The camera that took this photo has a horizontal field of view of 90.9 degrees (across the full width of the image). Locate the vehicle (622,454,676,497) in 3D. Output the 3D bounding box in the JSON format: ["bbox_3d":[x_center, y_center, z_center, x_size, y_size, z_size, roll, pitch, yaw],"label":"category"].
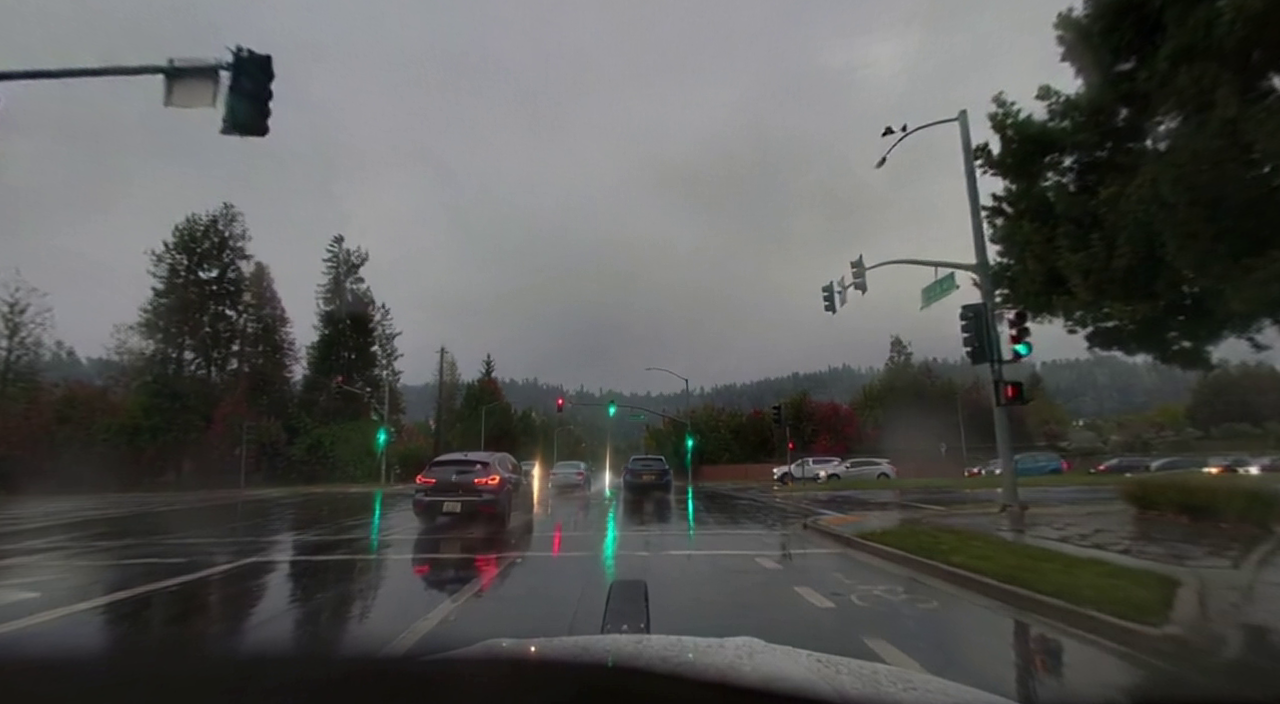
[{"bbox_3d":[0.376,5.289,27.369,2.163,1.678,3.846,0,-8,1],"label":"vehicle"}]

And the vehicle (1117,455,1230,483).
[{"bbox_3d":[29.016,6.350,34.364,4.365,1.448,1.928,0,-9,1],"label":"vehicle"}]

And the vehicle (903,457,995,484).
[{"bbox_3d":[18.545,7.122,37.991,4.478,1.495,2.063,0,-9,0],"label":"vehicle"}]

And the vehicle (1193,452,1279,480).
[{"bbox_3d":[39.960,7.557,41.856,4.580,1.807,1.967,0,-9,-3],"label":"vehicle"}]

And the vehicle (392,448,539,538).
[{"bbox_3d":[-3.330,2.740,12.798,1.960,1.528,3.490,0,-8,0],"label":"vehicle"}]

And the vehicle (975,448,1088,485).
[{"bbox_3d":[21.105,6.207,34.167,4.585,1.681,2.140,-3,-10,0],"label":"vehicle"}]

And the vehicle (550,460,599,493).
[{"bbox_3d":[-3.326,6.442,32.853,2.013,1.474,4.393,0,-8,1],"label":"vehicle"}]

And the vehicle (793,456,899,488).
[{"bbox_3d":[11.039,6.492,34.049,4.875,1.473,2.077,-2,-12,-1],"label":"vehicle"}]
